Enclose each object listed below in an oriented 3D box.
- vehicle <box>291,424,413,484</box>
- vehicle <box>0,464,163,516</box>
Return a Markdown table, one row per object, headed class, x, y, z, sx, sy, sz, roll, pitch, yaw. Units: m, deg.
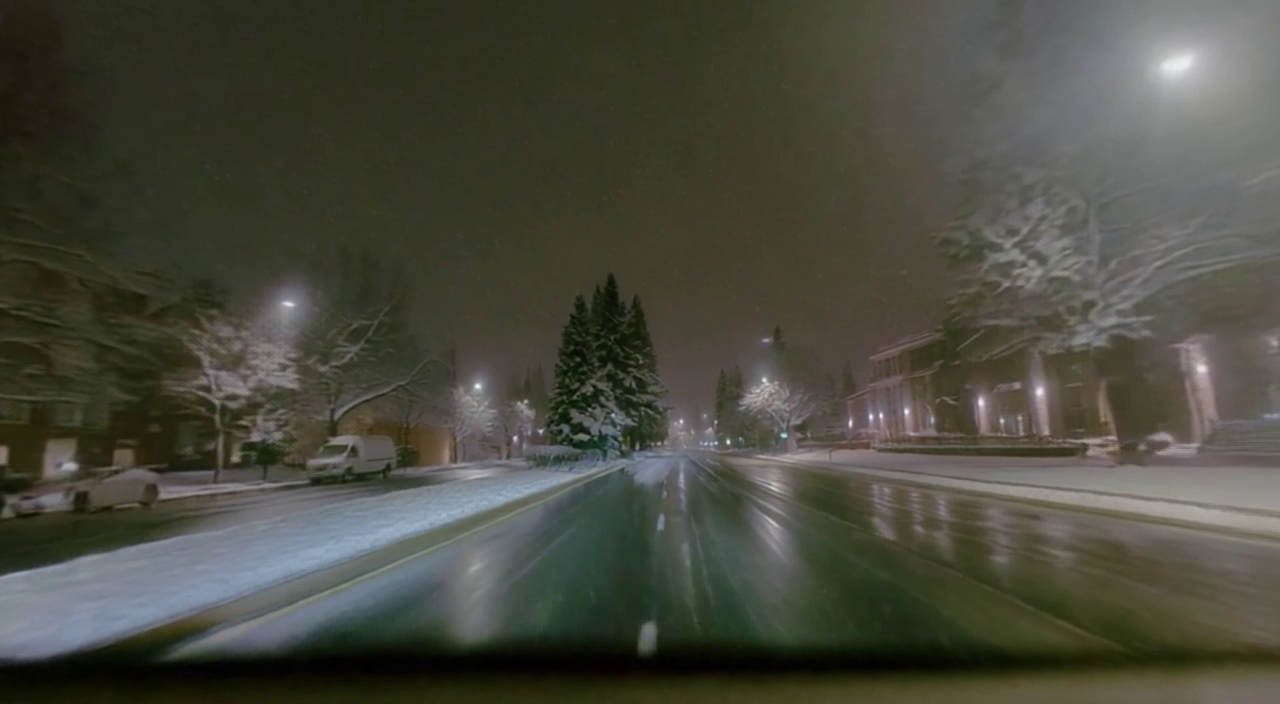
| class | x | y | z | sx | sy | sz | roll | pitch | yaw |
| --- | --- | --- | --- | --- | --- | --- | --- | --- | --- |
| vehicle | -18.756 | 6.747 | 42.052 | 2.898 | 3.487 | 9.955 | 0 | -9 | 3 |
| vehicle | -19.615 | 4.777 | 22.184 | 1.820 | 1.459 | 4.559 | 0 | -9 | 3 |
